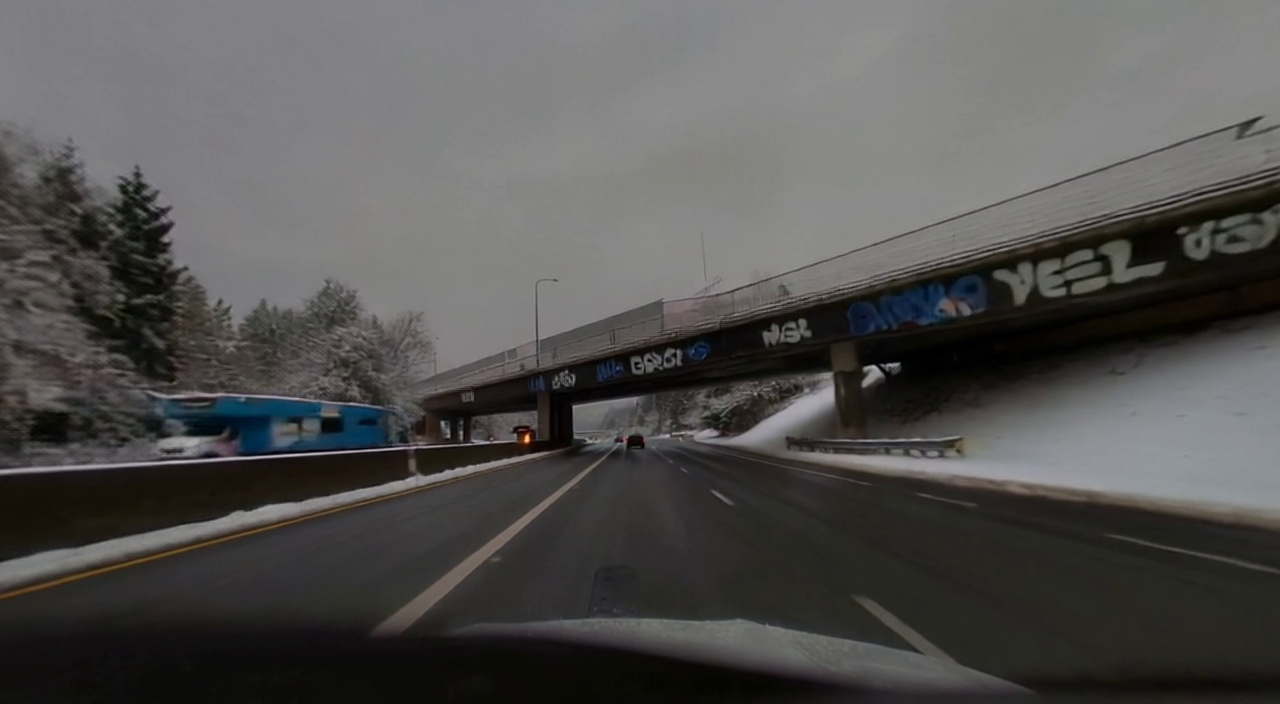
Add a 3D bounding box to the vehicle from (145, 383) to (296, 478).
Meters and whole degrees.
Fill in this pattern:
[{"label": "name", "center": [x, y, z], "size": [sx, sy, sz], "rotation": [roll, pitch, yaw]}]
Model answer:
[{"label": "vehicle", "center": [-19.081, 3.646, 29.254], "size": [2.964, 3.949, 5.876], "rotation": [0, -8, -2]}]
